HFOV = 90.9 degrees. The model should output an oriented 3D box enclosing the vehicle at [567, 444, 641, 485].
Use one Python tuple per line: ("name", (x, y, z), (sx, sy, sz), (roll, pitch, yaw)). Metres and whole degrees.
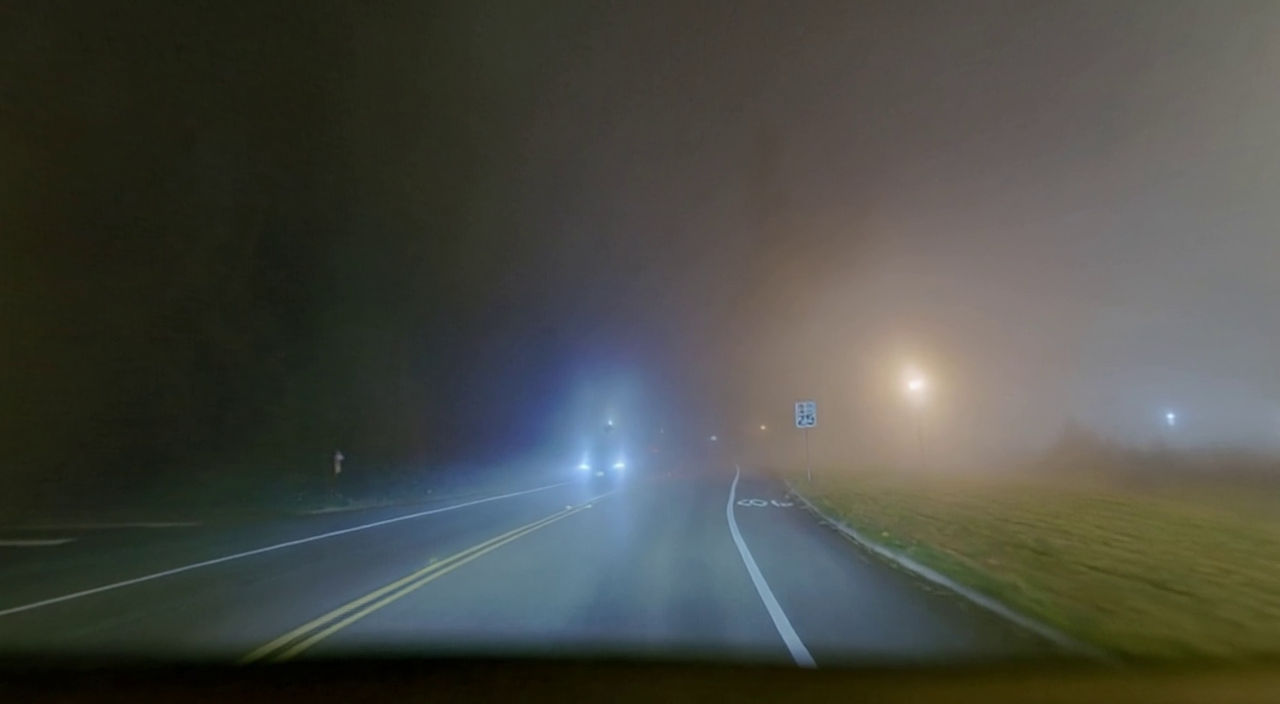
("vehicle", (-1.356, 4.507, 25.633), (2.190, 1.499, 4.209), (-1, -9, 8))
